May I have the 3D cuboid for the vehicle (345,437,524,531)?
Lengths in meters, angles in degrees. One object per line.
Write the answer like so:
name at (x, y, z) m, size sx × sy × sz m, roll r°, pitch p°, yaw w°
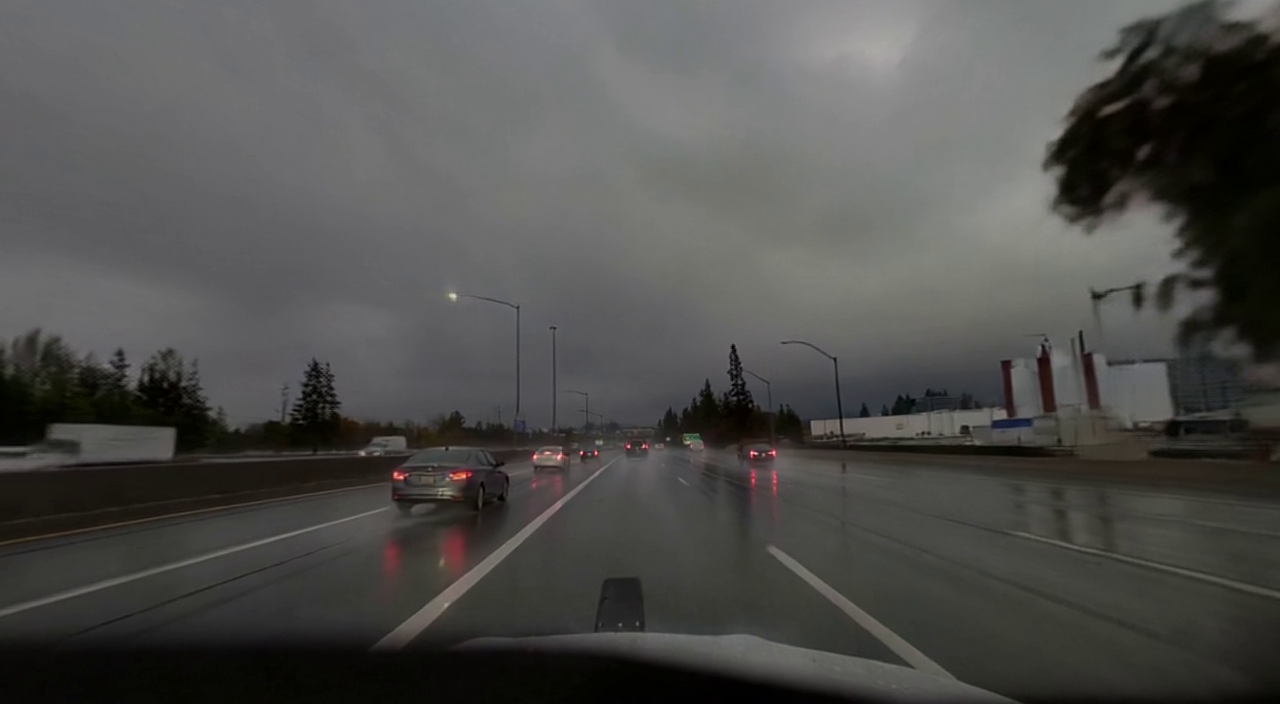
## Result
vehicle at (-3.595, 2.386, 12.010) m, size 1.959 × 1.433 × 4.291 m, roll 0°, pitch -9°, yaw 0°

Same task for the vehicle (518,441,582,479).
vehicle at (-3.792, 4.662, 27.553) m, size 2.047 × 1.469 × 4.614 m, roll -1°, pitch -9°, yaw 1°

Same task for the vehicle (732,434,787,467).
vehicle at (6.863, 5.741, 36.737) m, size 2.147 × 1.769 × 4.666 m, roll 0°, pitch -9°, yaw -2°

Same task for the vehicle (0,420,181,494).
vehicle at (-35.683, 6.728, 41.119) m, size 3.017 × 4.115 × 11.213 m, roll 0°, pitch -9°, yaw 0°
